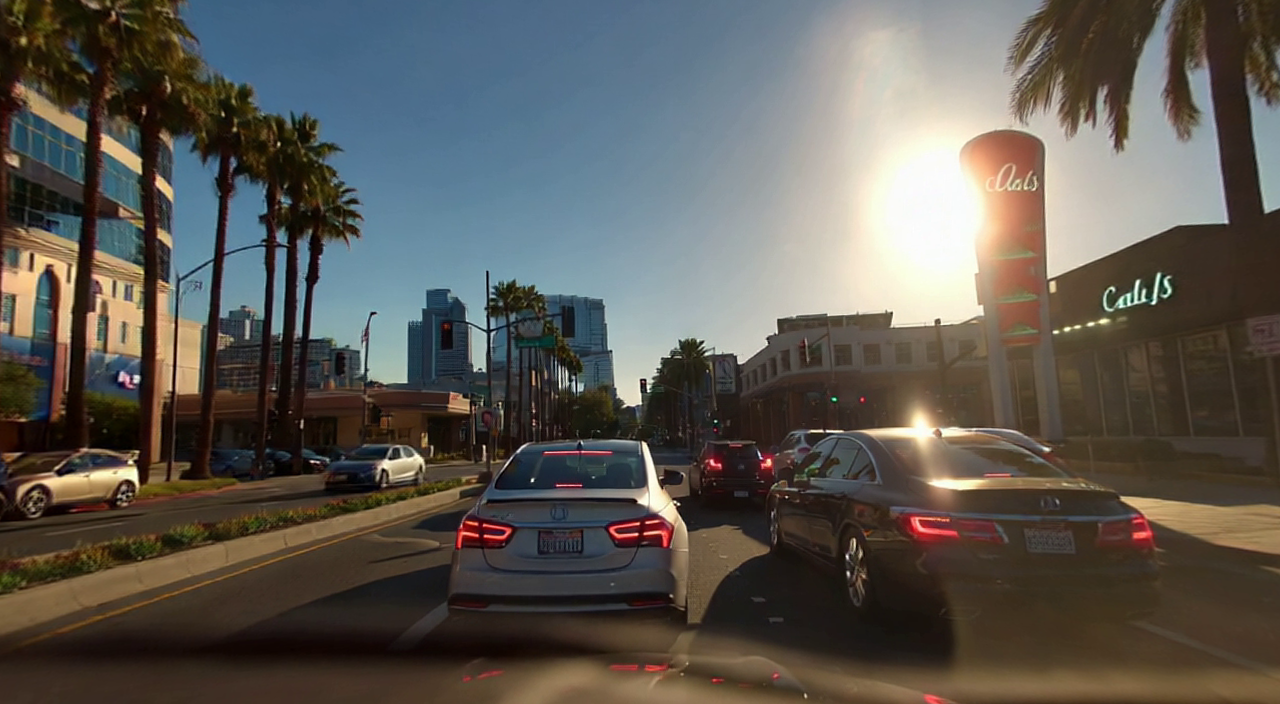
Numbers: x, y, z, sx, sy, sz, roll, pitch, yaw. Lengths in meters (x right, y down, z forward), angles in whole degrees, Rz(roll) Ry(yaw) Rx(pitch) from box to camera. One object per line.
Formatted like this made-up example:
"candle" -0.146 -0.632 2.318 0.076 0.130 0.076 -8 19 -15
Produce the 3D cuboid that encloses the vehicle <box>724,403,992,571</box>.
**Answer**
"vehicle" 2.626 1.765 9.007 2.096 1.775 4.440 0 -9 -2

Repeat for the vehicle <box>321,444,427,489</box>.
"vehicle" -9.389 4.048 22.759 1.949 1.442 4.502 0 -9 -1

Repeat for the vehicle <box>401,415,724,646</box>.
"vehicle" -0.511 1.471 6.228 2.096 1.492 4.071 0 -9 0

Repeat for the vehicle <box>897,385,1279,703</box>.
"vehicle" 2.607 0.812 1.488 2.085 1.469 4.458 0 -9 -1

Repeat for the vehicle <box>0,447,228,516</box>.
"vehicle" -12.851 3.138 15.926 1.870 1.475 4.531 0 -9 0

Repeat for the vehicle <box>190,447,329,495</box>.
"vehicle" -12.874 4.018 21.815 1.856 1.455 4.700 0 -9 0
